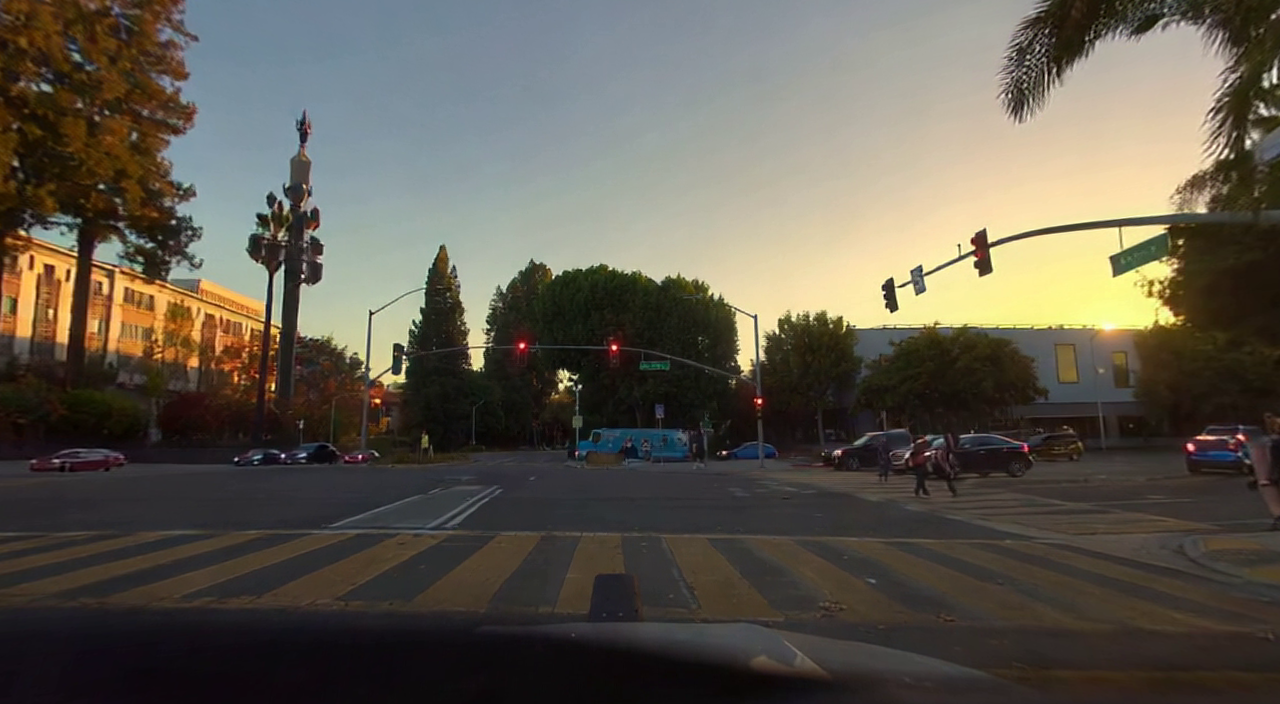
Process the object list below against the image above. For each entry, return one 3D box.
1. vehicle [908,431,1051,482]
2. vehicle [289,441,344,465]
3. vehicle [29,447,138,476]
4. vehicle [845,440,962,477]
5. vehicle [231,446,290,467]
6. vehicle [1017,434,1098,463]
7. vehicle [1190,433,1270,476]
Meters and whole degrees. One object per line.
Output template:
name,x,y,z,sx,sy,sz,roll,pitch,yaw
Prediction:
vehicle,12.899,3.921,24.046,4.742,1.762,2.180,3,-9,-22
vehicle,-24.299,7.579,47.641,1.903,1.652,4.442,0,-8,-3
vehicle,-30.771,6.045,35.147,1.811,1.438,4.812,0,-8,-2
vehicle,11.438,4.621,27.552,4.317,1.491,1.896,1,-9,-11
vehicle,-27.694,7.619,46.212,1.817,1.431,4.239,0,-8,-2
vehicle,27.881,6.451,42.393,2.066,1.821,4.509,1,-8,-6
vehicle,23.360,4.039,25.183,2.007,1.540,4.312,-7,-11,40
